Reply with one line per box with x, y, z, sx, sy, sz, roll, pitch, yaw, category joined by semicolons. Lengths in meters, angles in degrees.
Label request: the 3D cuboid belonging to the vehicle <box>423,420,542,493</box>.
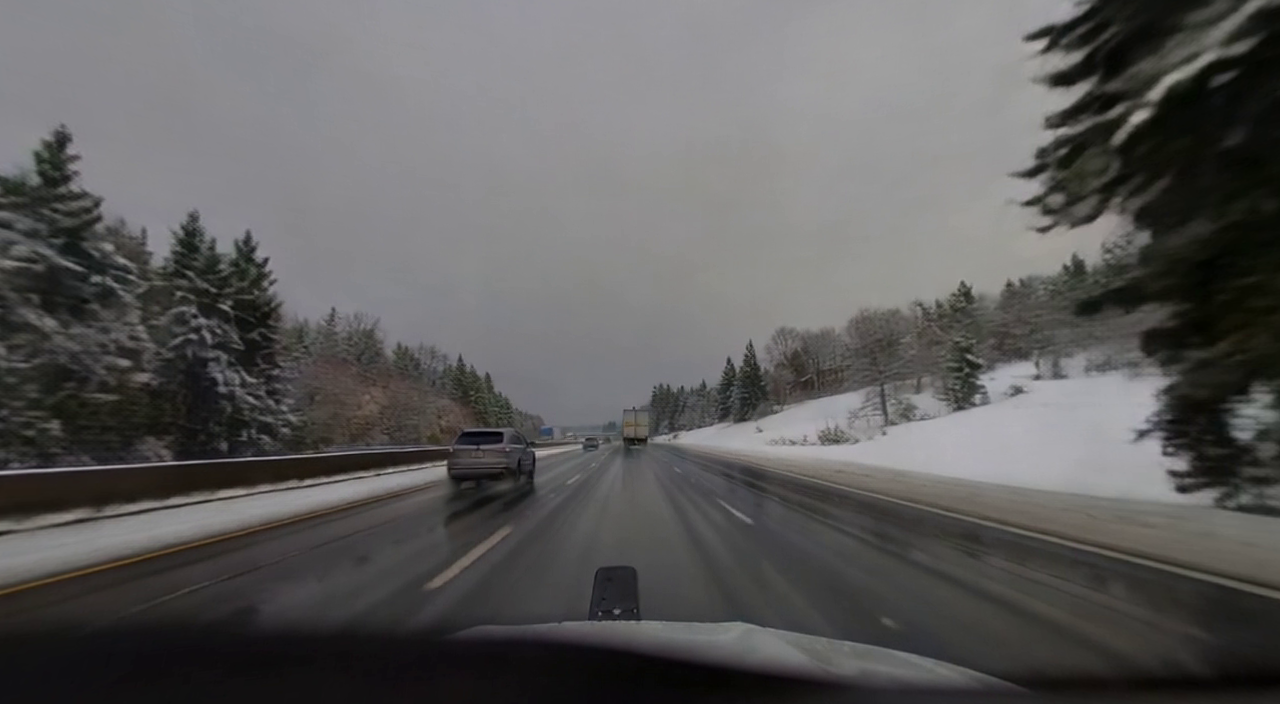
-3.952;2.680;16.617;2.045;1.655;4.301;0;-8;0;vehicle

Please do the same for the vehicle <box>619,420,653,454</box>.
-0.318;6.570;48.684;2.526;2.531;5.026;0;-8;-1;vehicle
